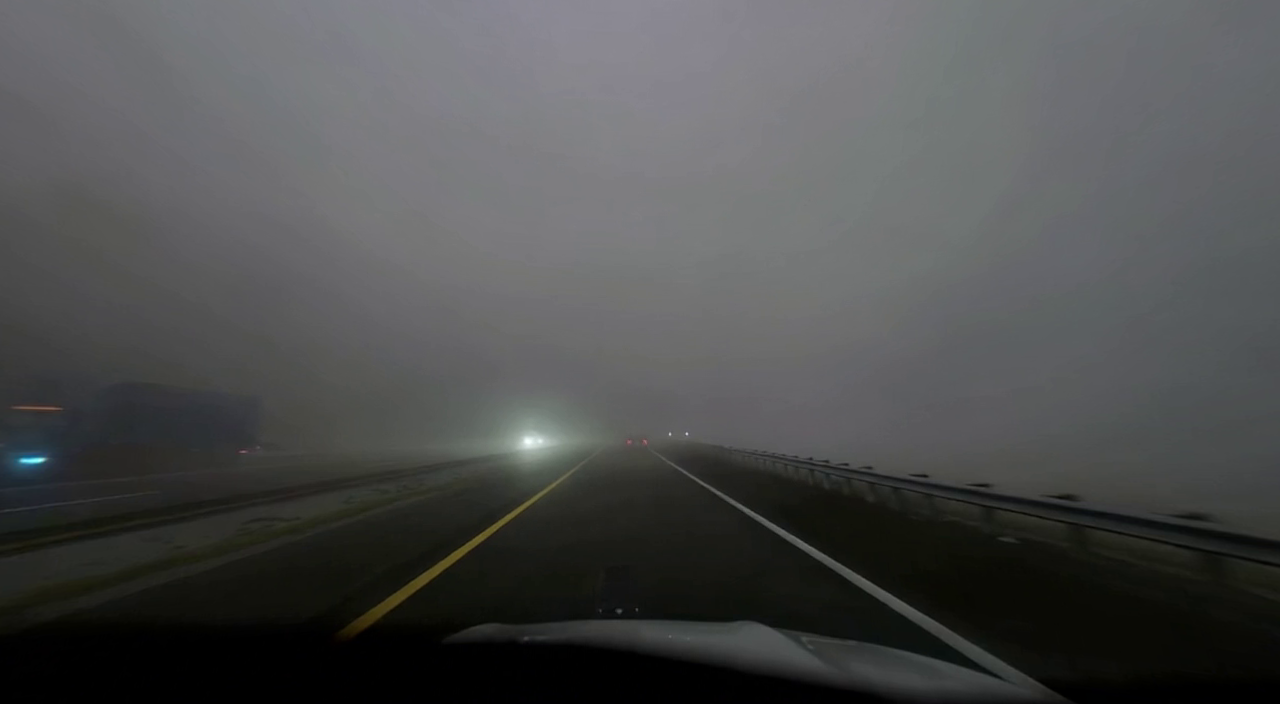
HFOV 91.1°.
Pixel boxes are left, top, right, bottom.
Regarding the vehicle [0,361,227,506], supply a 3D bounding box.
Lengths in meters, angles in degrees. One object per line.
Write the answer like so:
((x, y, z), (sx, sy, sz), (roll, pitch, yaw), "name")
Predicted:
((-16.363, 2.446, 18.804), (2.782, 3.438, 7.770), (0, -8, -2), "vehicle")
